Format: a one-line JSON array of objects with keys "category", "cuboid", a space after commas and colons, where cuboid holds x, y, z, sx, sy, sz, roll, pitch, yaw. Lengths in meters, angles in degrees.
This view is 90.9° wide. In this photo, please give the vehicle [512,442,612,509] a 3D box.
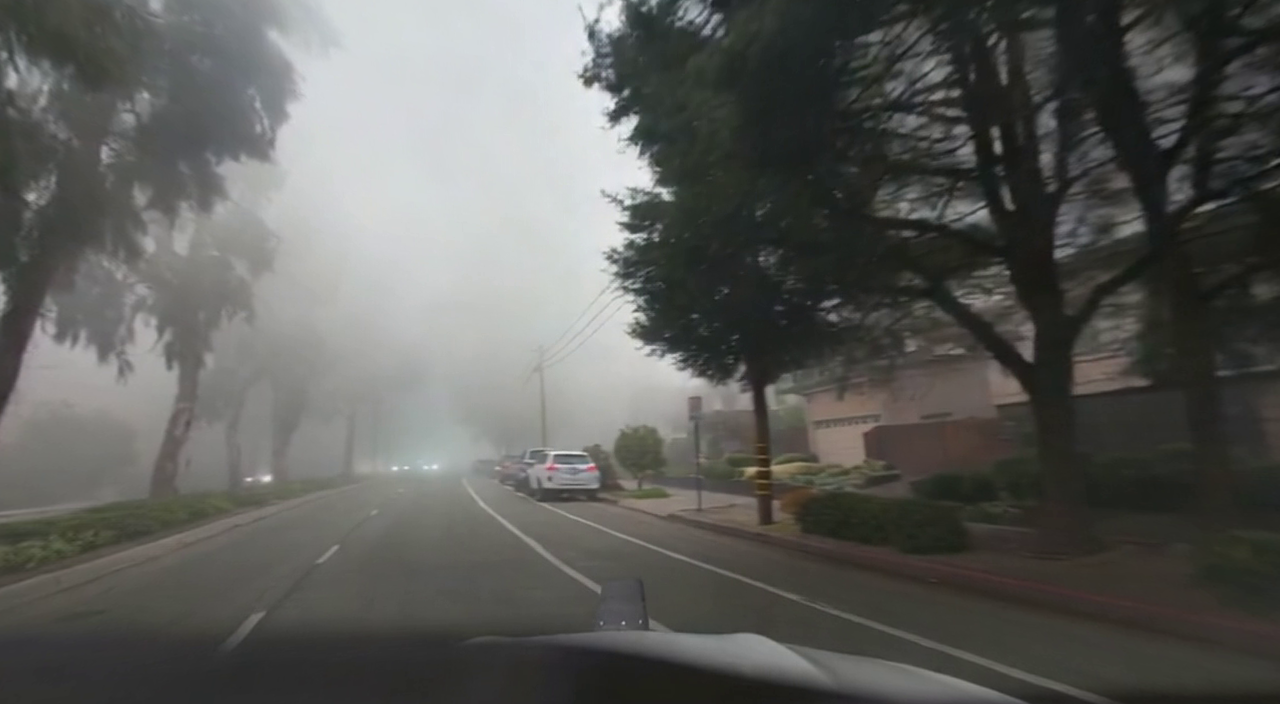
[{"category": "vehicle", "cuboid": [-2.564, 3.675, 19.527, 2.078, 1.738, 5.133, 2, -9, -18]}]
